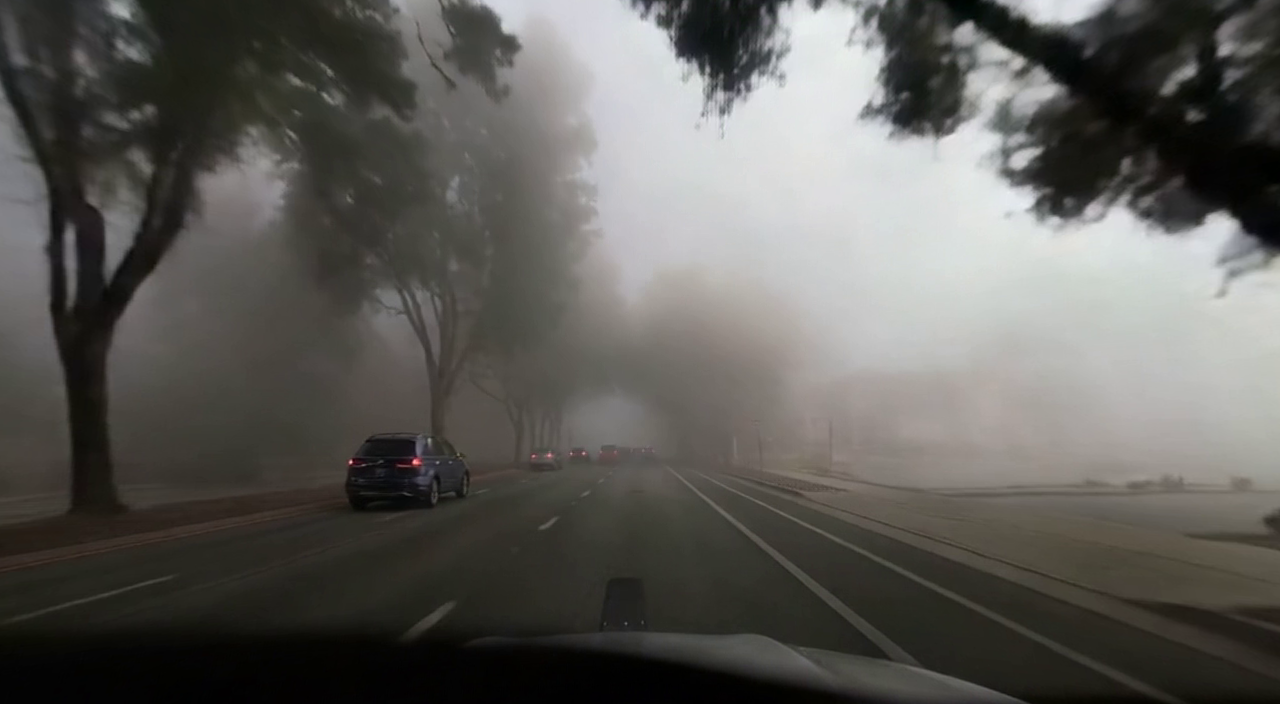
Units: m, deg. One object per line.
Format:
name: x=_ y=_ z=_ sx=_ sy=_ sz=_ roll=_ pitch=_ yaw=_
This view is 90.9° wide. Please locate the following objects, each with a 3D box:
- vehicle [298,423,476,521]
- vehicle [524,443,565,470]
vehicle: x=-5.187 y=2.521 z=13.712 sx=2.123 sy=1.761 sz=4.322 roll=0 pitch=-9 yaw=-1
vehicle: x=-6.268 y=6.937 z=41.938 sx=1.985 sy=1.708 sz=4.310 roll=0 pitch=-9 yaw=1
